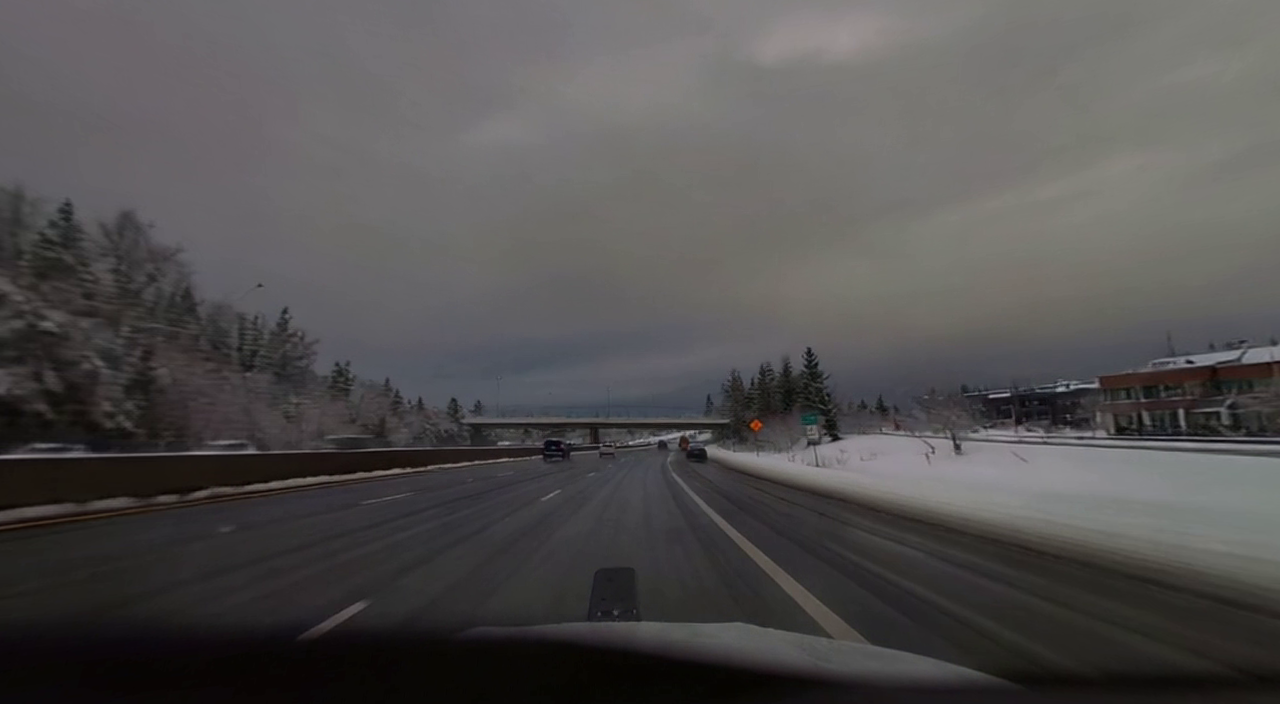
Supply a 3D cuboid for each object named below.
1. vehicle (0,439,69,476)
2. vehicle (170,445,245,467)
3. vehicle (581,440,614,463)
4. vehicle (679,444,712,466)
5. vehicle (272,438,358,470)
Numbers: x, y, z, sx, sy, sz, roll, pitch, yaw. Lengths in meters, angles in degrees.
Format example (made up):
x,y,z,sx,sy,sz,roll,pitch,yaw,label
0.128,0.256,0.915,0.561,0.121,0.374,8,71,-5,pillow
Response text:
x,y,z,sx,sy,sz,roll,pitch,yaw,label
-30.898,5.113,30.668,1.991,1.717,4.607,0,-9,1,vehicle
-30.775,7.407,45.141,1.909,1.469,4.727,0,-9,2,vehicle
-3.280,7.840,49.851,2.179,1.693,4.204,0,-9,2,vehicle
3.746,7.075,43.516,1.967,1.475,4.080,0,-9,1,vehicle
-19.730,6.207,38.687,2.327,1.788,5.212,0,-9,2,vehicle
